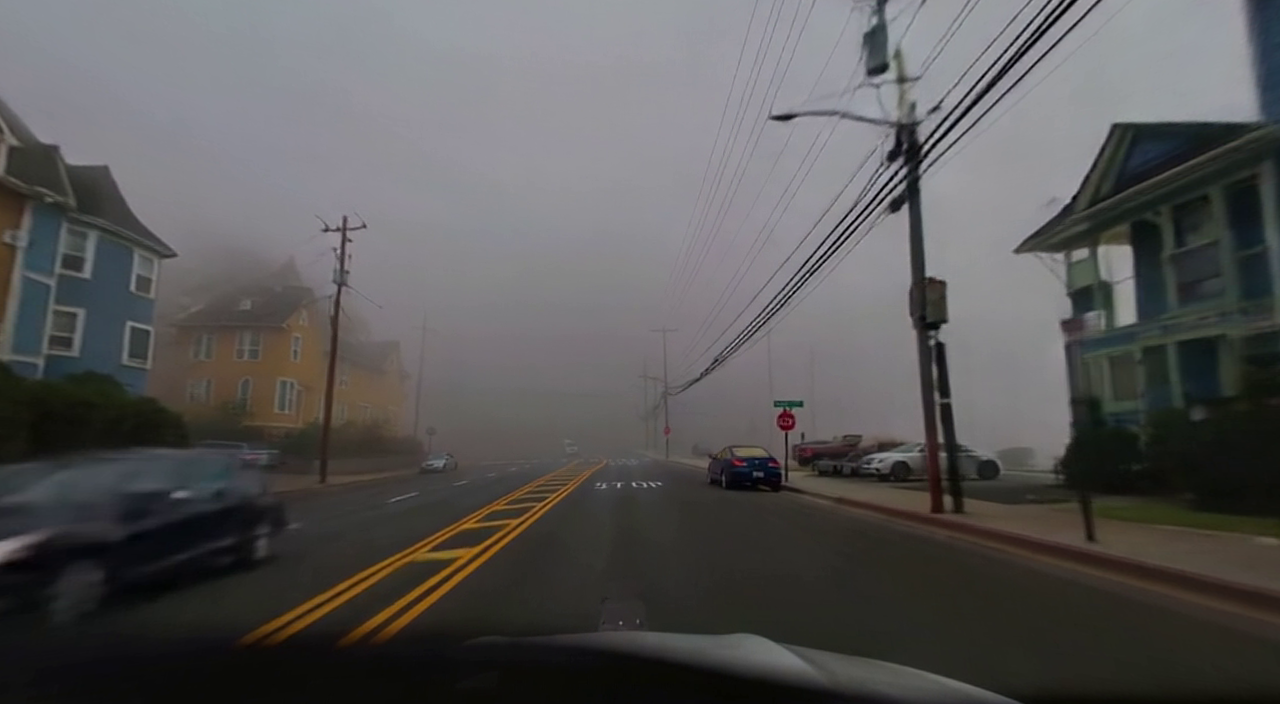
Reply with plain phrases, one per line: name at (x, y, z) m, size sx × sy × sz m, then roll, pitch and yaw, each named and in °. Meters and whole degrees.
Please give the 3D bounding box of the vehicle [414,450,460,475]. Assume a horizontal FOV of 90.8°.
vehicle at (-13.169, 7.135, 41.244) m, size 1.957 × 1.459 × 4.913 m, roll 1°, pitch -8°, yaw -7°

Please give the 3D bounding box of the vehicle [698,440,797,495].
vehicle at (3.105, 3.451, 19.354) m, size 1.917 × 1.434 × 4.733 m, roll 0°, pitch -8°, yaw -4°

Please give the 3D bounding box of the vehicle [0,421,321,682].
vehicle at (-4.915, 1.460, 5.534) m, size 2.205 × 1.480 × 4.366 m, roll -1°, pitch -8°, yaw -4°

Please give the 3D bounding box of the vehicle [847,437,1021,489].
vehicle at (9.126, 3.444, 19.919) m, size 4.658 × 1.465 × 2.025 m, roll -4°, pitch -9°, yaw 24°
